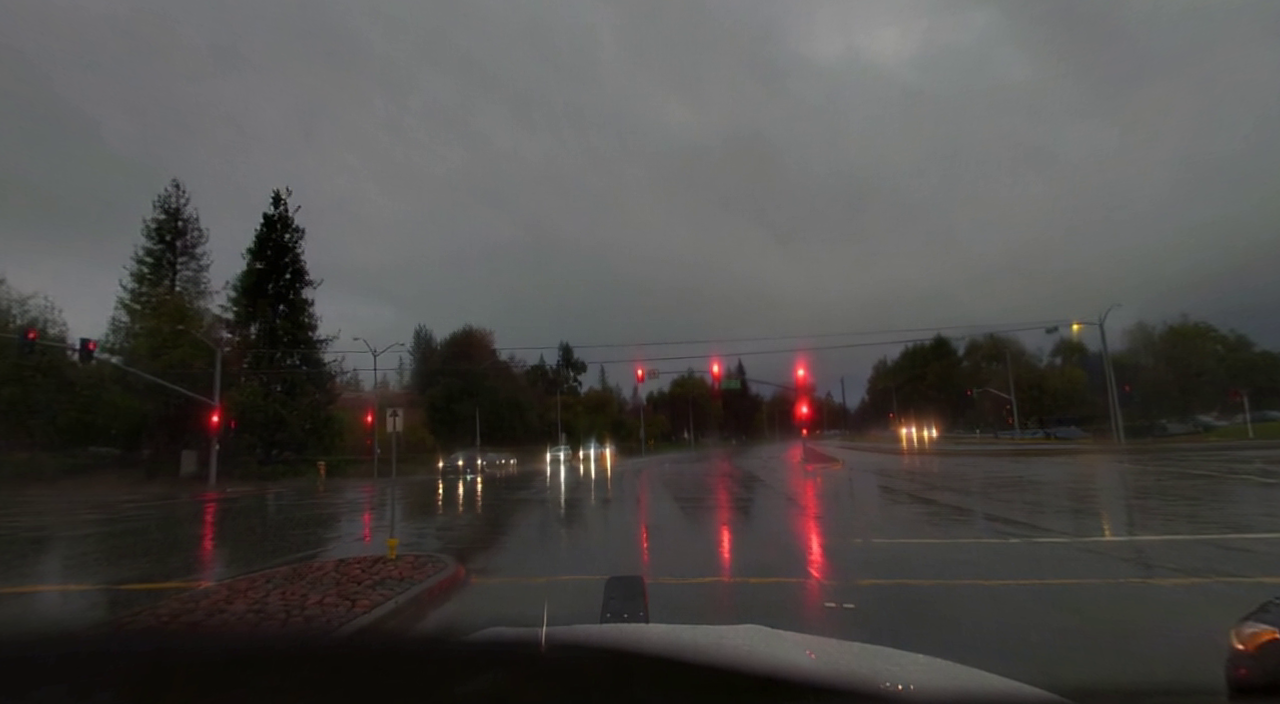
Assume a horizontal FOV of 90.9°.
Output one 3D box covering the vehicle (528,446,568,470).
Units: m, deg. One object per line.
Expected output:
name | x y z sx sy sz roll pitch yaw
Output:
vehicle | -6.581 7.616 45.498 2.126 1.657 4.307 -1 -9 2

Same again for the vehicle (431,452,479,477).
vehicle | -13.436 8.163 45.982 2.101 1.637 4.304 0 -9 1

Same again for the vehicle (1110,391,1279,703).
vehicle | 3.024 0.621 0.425 1.978 1.468 4.544 0 -9 2

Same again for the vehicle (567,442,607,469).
vehicle | -3.612 7.176 43.950 2.215 1.732 4.684 -1 -9 2

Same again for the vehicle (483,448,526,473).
vehicle | -9.811 7.845 45.949 2.064 1.725 4.243 0 -9 1
